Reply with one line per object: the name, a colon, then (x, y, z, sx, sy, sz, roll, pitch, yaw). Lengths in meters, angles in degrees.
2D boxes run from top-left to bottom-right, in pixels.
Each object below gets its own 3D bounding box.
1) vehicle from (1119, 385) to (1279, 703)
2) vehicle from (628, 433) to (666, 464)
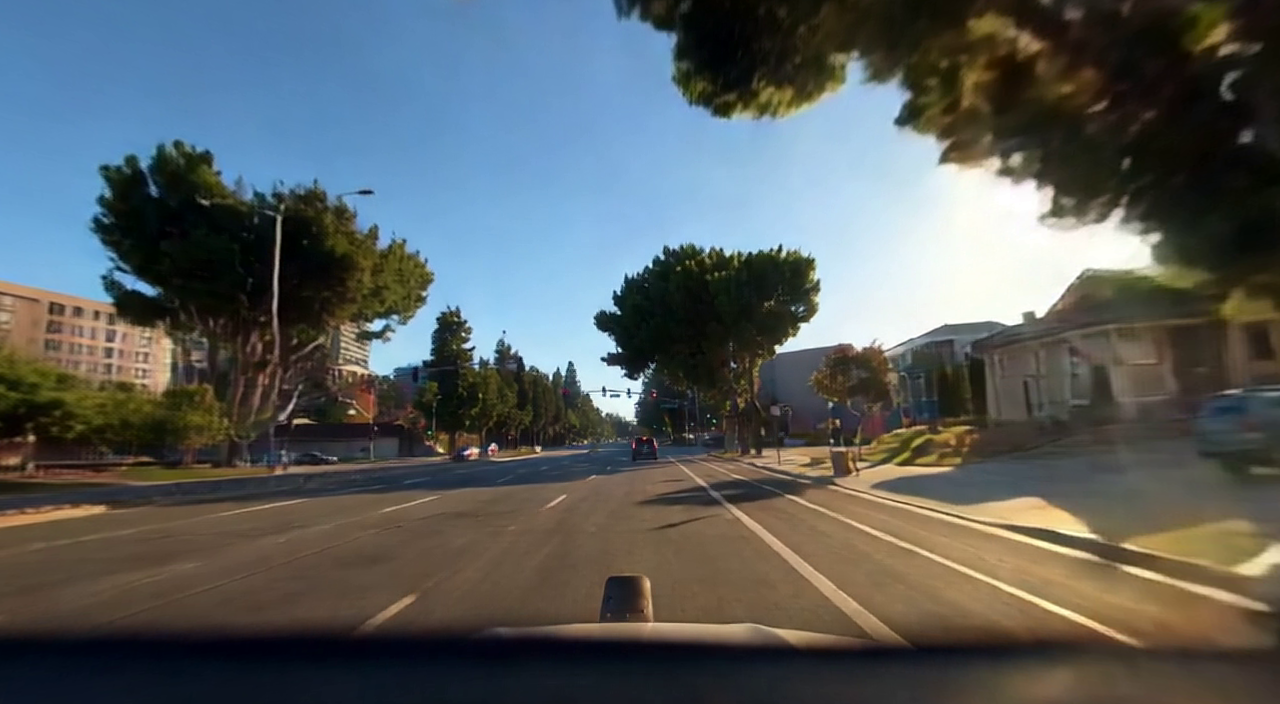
vehicle: (3.873, 0.694, 1.306, 2.269, 1.520, 4.410, -1, -8, 0)
vehicle: (0.402, 5.800, 38.015, 2.169, 1.751, 4.276, -1, -8, 0)
